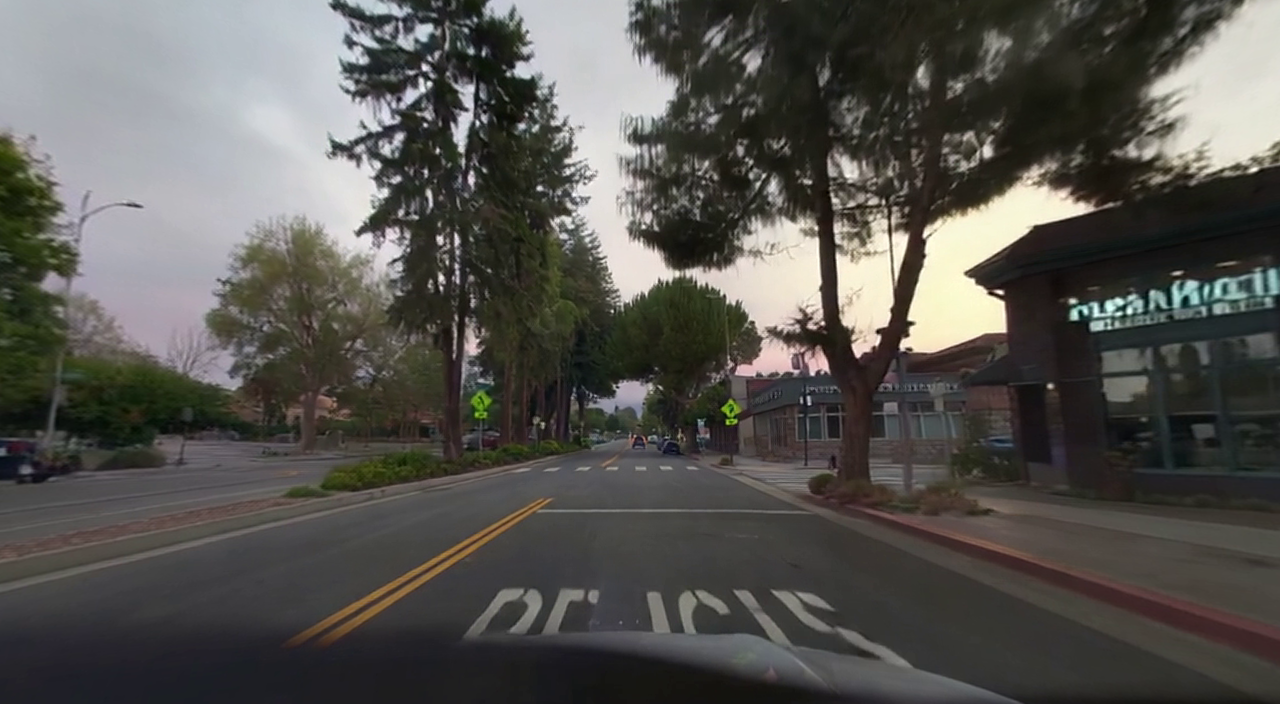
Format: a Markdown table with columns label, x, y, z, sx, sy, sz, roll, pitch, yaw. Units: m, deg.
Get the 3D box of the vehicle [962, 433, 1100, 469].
| label | x | y | z | sx | sy | sz | roll | pitch | yaw |
| --- | --- | --- | --- | --- | --- | --- | --- | --- | --- |
| vehicle | 16.857 | 4.260 | 27.485 | 4.563 | 1.457 | 2.139 | -1 | -7 | 6 |
